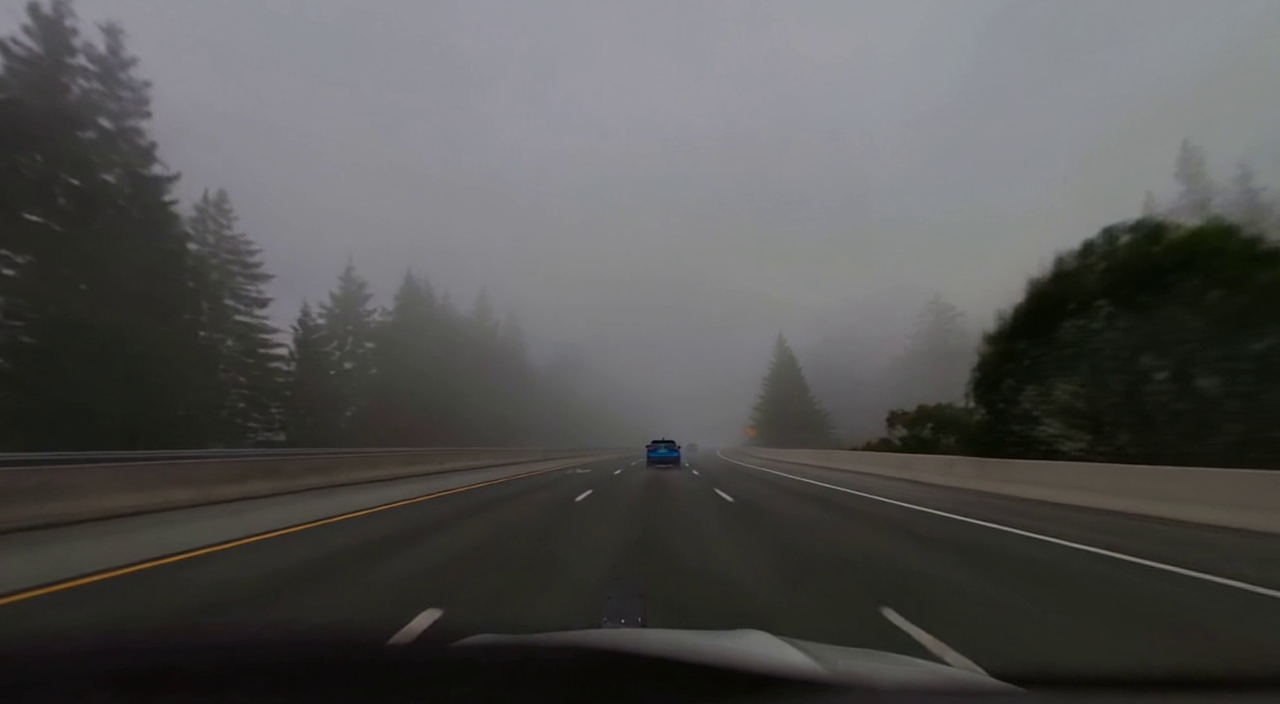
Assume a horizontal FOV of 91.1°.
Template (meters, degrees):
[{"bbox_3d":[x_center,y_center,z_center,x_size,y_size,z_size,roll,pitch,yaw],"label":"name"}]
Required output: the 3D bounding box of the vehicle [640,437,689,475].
[{"bbox_3d":[1.129,4.882,29.701,2.133,1.686,4.203,0,-8,2],"label":"vehicle"}]
